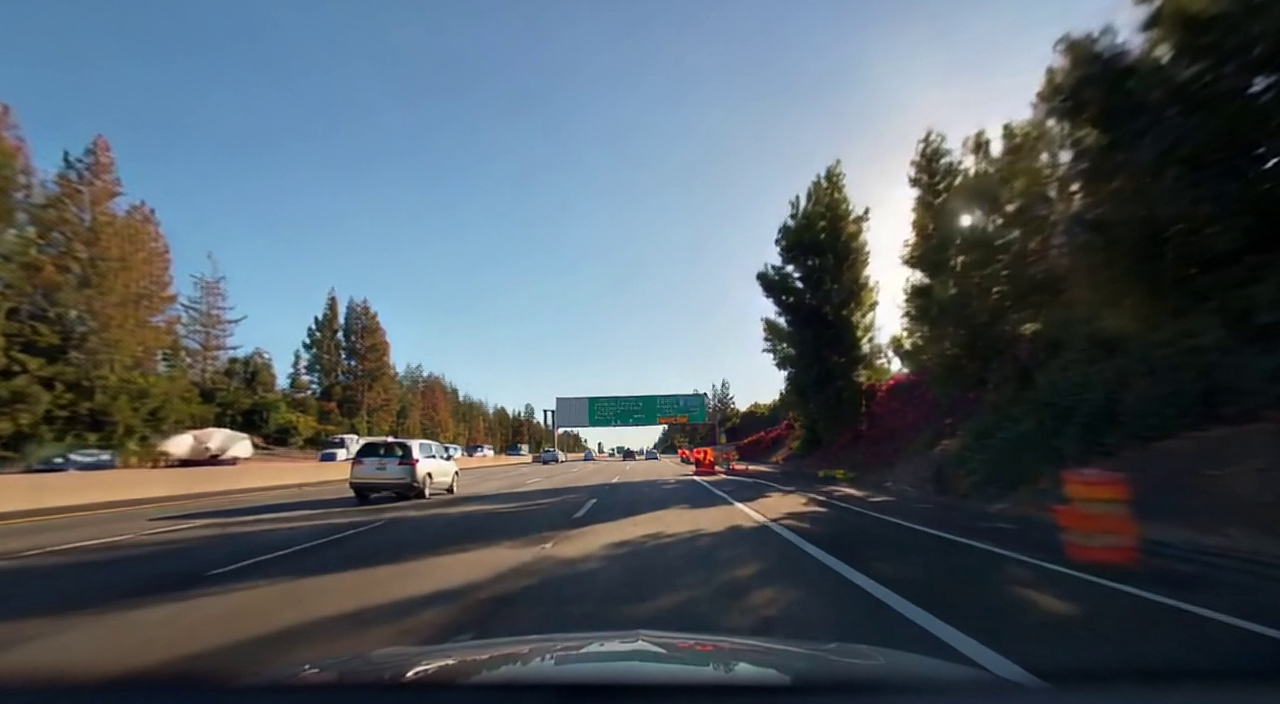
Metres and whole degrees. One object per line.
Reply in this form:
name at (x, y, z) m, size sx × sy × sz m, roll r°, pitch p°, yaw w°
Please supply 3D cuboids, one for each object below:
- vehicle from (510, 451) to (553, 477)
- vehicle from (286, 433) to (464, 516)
vehicle at (-6.699, 6.981, 39.415) m, size 1.895 × 1.506 × 4.245 m, roll 0°, pitch -9°, yaw 1°
vehicle at (-6.276, 2.954, 15.708) m, size 2.402 × 1.733 × 4.512 m, roll 0°, pitch -9°, yaw 1°
